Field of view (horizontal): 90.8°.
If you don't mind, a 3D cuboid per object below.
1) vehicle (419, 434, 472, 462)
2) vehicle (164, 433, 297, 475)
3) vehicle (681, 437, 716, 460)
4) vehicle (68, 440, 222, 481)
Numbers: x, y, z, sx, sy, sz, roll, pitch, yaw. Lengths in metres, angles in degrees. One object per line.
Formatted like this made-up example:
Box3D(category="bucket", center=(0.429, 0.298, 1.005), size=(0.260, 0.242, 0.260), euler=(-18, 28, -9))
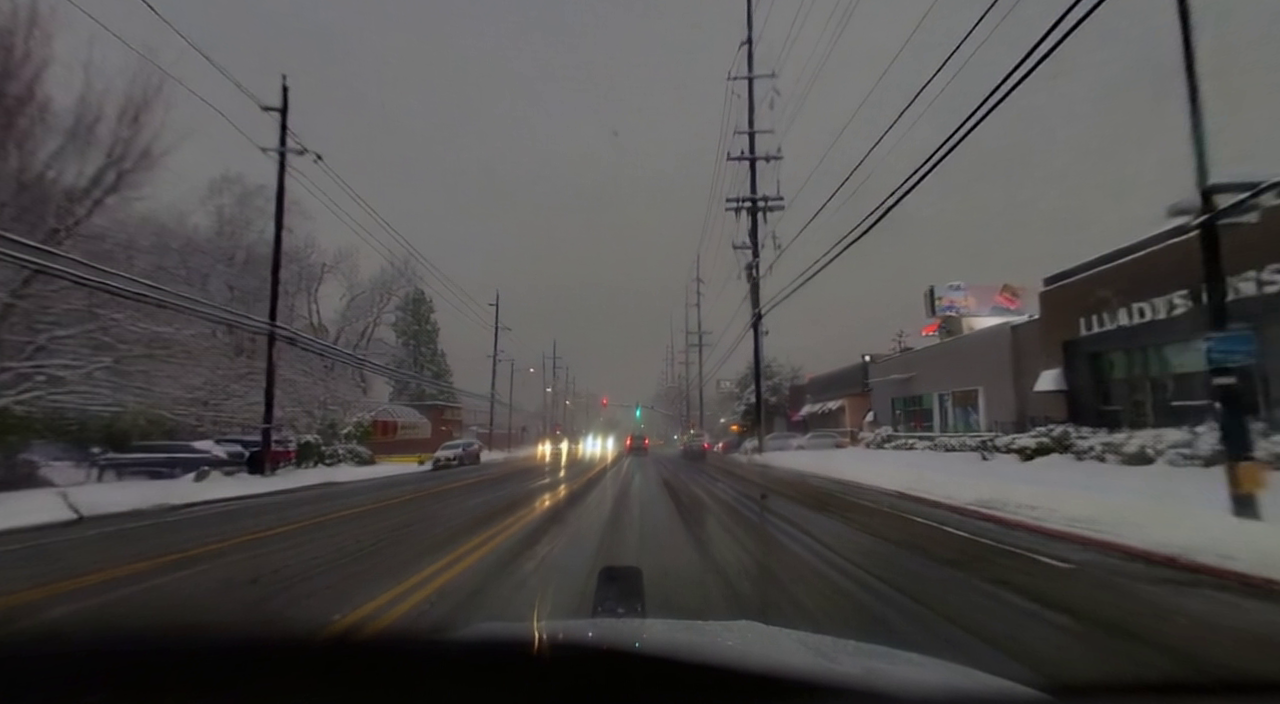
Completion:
Box3D(category="vehicle", center=(-13.777, 6.807, 44.959), size=(2.044, 1.830, 4.800), euler=(-1, -8, 3))
Box3D(category="vehicle", center=(-18.360, 4.575, 28.516), size=(4.455, 1.772, 2.048), euler=(0, -8, -3))
Box3D(category="vehicle", center=(3.994, 6.660, 43.708), size=(1.926, 1.482, 4.442), euler=(0, -8, -1))
Box3D(category="vehicle", center=(-18.985, 4.169, 24.366), size=(4.323, 1.482, 1.972), euler=(-1, -9, 3))
